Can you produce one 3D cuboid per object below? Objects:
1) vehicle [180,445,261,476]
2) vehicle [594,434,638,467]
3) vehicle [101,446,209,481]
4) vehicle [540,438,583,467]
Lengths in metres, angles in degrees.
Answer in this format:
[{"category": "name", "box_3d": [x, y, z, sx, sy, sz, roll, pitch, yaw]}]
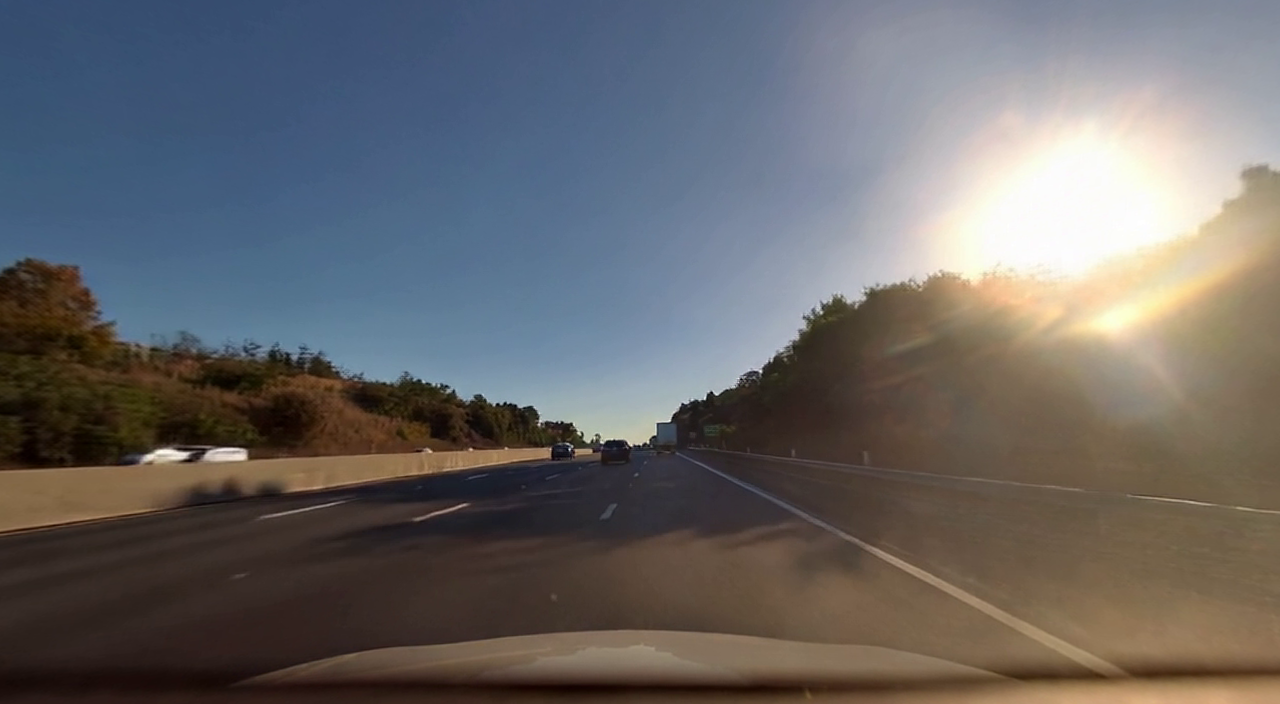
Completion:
[{"category": "vehicle", "box_3d": [-29.998, 7.738, 45.338, 2.582, 2.126, 4.439, 0, -8, 2]}, {"category": "vehicle", "box_3d": [-1.330, 5.894, 37.949, 2.283, 1.802, 4.810, 0, -8, 2]}, {"category": "vehicle", "box_3d": [-30.237, 6.925, 39.639, 2.377, 2.013, 5.364, 0, -8, 2]}, {"category": "vehicle", "box_3d": [-4.925, 6.376, 40.135, 2.062, 1.691, 4.278, 0, -8, 2]}]
